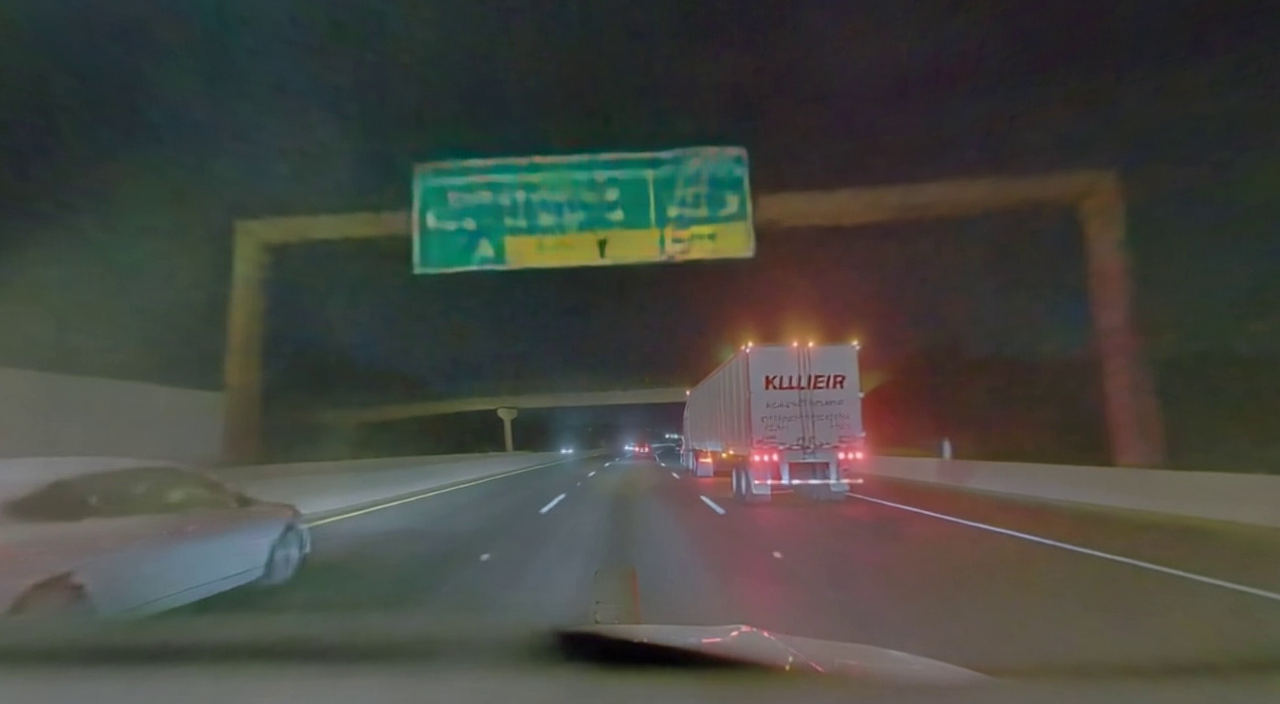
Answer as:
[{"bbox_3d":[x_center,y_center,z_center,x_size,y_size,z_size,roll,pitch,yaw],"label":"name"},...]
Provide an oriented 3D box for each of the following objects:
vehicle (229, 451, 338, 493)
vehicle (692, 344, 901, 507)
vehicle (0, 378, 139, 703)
[{"bbox_3d":[-15.062,5.055,26.888,2.177,1.567,4.098,-1,-8,1],"label":"vehicle"},{"bbox_3d":[3.891,2.393,19.628,3.306,3.531,11.717,0,-8,-1],"label":"vehicle"},{"bbox_3d":[-3.307,0.637,0.421,2.276,1.551,4.484,0,-8,-1],"label":"vehicle"}]
